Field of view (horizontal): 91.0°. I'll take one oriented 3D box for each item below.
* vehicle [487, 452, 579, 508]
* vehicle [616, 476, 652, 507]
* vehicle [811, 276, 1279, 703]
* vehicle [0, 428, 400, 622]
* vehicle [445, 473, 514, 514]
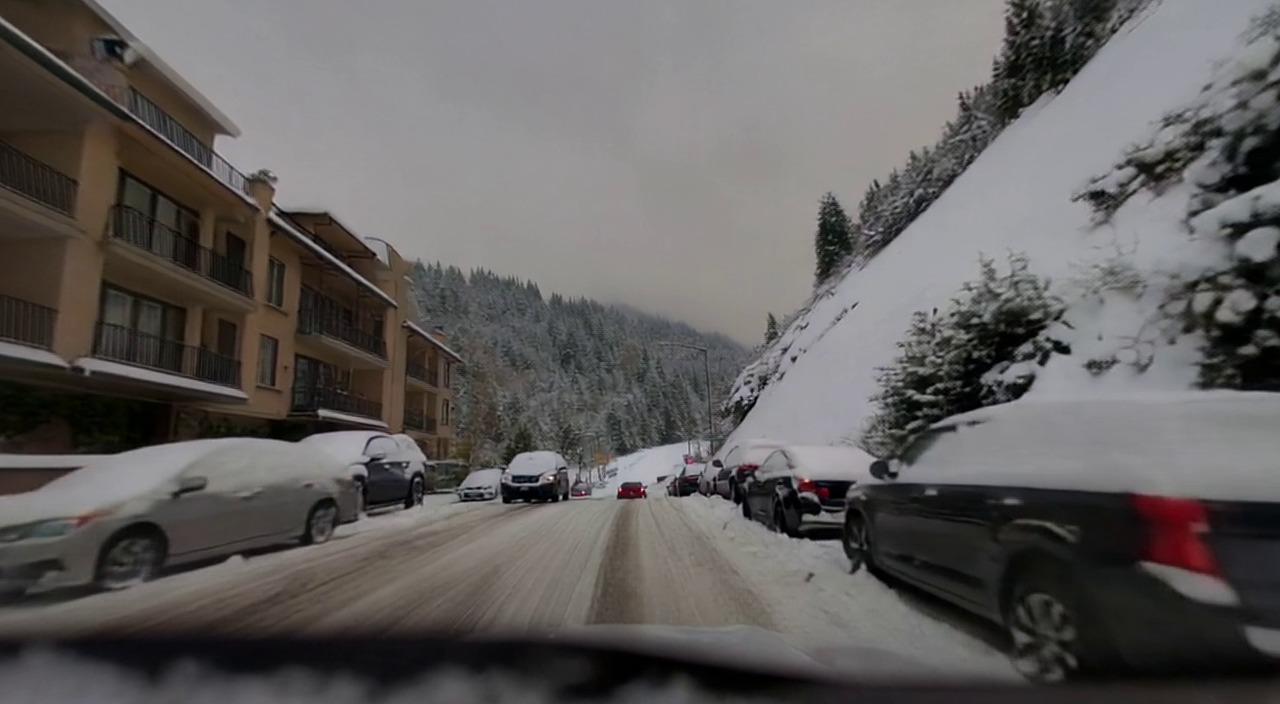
[{"bbox_3d":[-3.378,4.311,20.873,2.102,1.621,4.627,0,-13,1],"label":"vehicle"},{"bbox_3d":[-0.422,9.073,41.186,2.201,1.731,3.854,1,-8,-3],"label":"vehicle"},{"bbox_3d":[2.788,1.033,4.003,2.072,1.830,4.744,0,-8,0],"label":"vehicle"},{"bbox_3d":[-5.116,1.689,7.319,1.856,1.474,4.522,-3,-9,18],"label":"vehicle"},{"bbox_3d":[-6.705,5.954,26.775,1.772,1.415,4.361,1,-9,0],"label":"vehicle"}]
